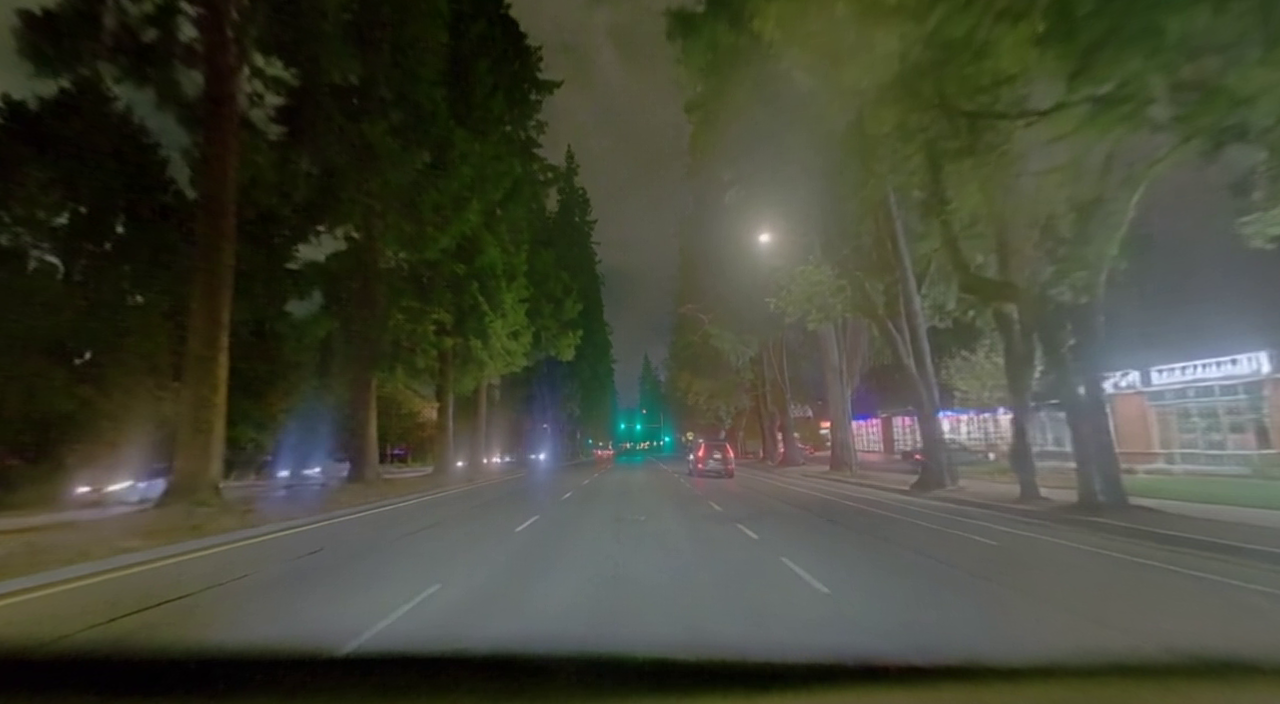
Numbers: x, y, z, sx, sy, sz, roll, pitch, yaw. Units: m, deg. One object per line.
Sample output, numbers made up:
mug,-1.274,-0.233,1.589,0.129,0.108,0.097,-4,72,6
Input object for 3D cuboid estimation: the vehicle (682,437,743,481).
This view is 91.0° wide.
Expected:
vehicle,3.093,4.663,27.696,2.083,1.743,4.354,0,-8,-1

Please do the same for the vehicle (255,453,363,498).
vehicle,-12.746,4.740,24.559,1.921,1.520,4.231,0,-8,-1

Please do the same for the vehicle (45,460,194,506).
vehicle,-19.797,4.972,24.261,1.881,1.497,4.488,0,-8,0
